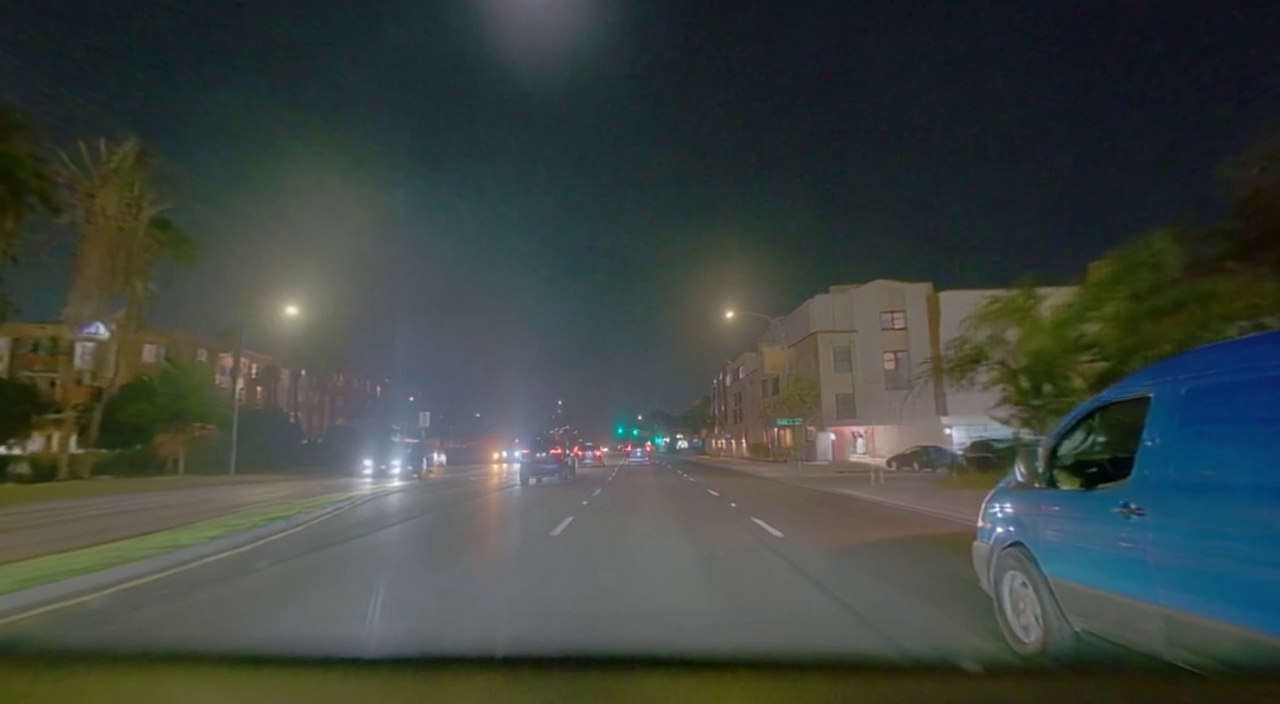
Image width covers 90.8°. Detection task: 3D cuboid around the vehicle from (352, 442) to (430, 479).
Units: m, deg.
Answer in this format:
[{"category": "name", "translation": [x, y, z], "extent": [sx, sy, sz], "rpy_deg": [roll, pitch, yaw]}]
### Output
[{"category": "vehicle", "translation": [-12.090, 5.285, 31.009], "extent": [1.989, 1.631, 4.500], "rpy_deg": [0, -9, 0]}]

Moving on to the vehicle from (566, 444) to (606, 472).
[{"category": "vehicle", "translation": [-2.994, 5.987, 35.804], "extent": [1.869, 1.454, 4.142], "rpy_deg": [0, -9, 0]}]

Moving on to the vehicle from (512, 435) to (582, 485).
[{"category": "vehicle", "translation": [-3.437, 4.086, 24.176], "extent": [1.967, 1.703, 4.157], "rpy_deg": [0, -9, 1]}]

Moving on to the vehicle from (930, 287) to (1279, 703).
[{"category": "vehicle", "translation": [3.569, 0.788, 2.843], "extent": [2.234, 1.912, 4.847], "rpy_deg": [0, -9, 1]}]

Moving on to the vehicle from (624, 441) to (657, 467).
[{"category": "vehicle", "translation": [0.002, 7.223, 44.753], "extent": [2.191, 1.761, 3.857], "rpy_deg": [0, -9, -2]}]
